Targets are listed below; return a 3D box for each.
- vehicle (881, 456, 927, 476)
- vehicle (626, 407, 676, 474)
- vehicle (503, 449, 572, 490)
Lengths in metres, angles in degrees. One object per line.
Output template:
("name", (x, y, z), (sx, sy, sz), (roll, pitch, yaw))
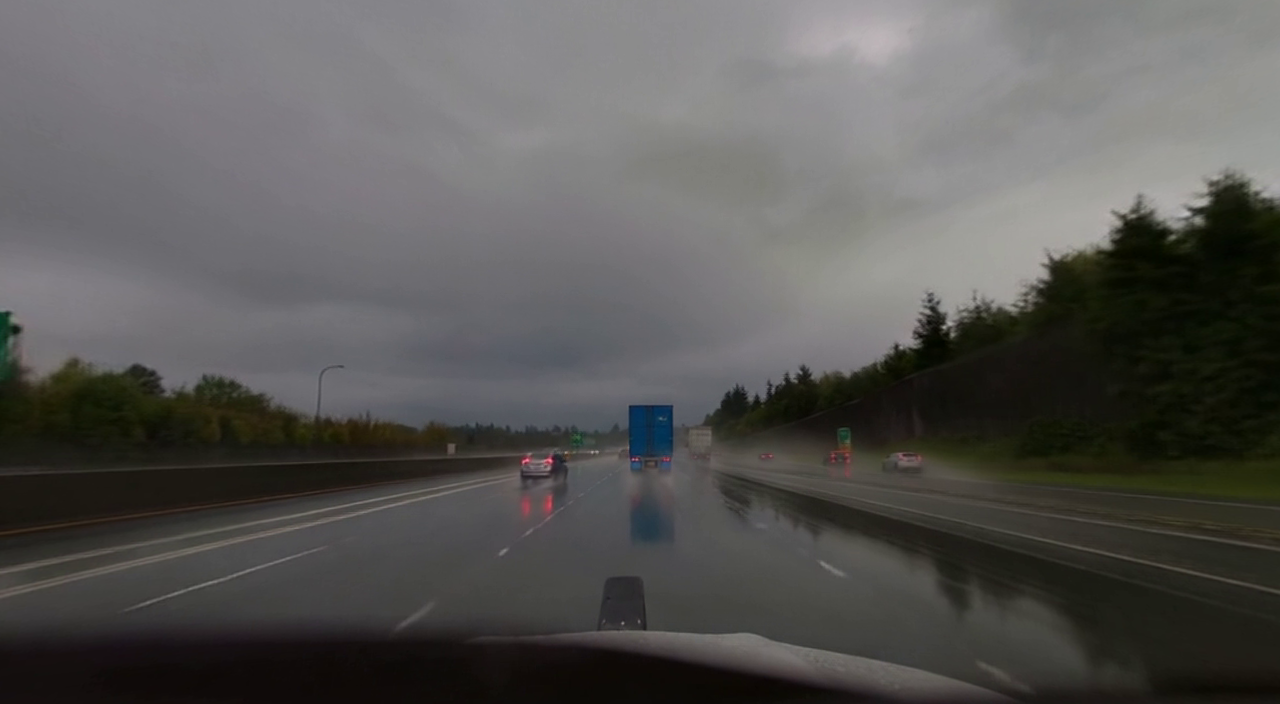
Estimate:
("vehicle", (20.247, 8.706, 48.431), (1.857, 1.407, 3.719), (0, -9, 0))
("vehicle", (0.790, 6.222, 43.793), (3.022, 4.072, 10.318), (0, -9, 1))
("vehicle", (-3.959, 4.598, 25.099), (1.931, 1.466, 4.458), (0, -9, 1))
